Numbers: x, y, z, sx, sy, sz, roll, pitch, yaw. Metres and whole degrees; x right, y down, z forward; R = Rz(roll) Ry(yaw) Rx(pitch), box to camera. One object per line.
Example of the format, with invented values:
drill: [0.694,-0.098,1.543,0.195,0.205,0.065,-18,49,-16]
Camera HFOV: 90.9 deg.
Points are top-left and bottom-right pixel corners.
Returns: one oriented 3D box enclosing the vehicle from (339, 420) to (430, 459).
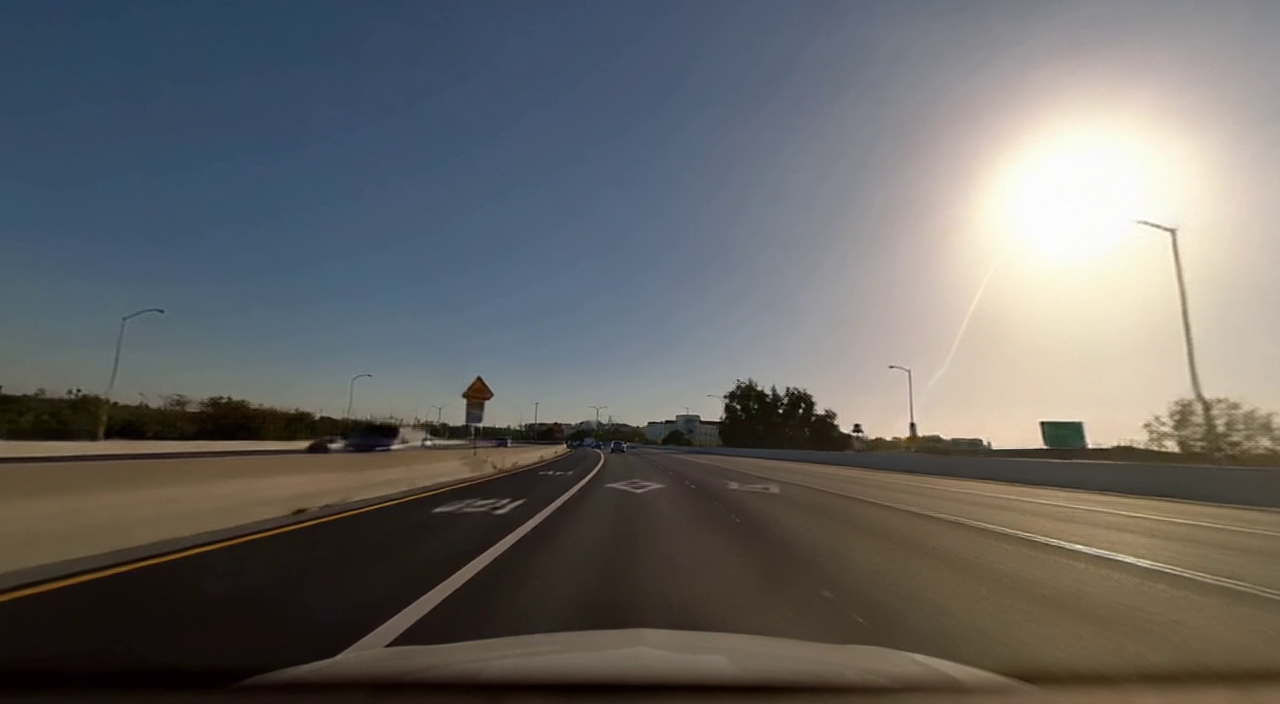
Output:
vehicle: [-13.250,4.636,33.250,2.342,1.855,5.974,0,-8,-1]
